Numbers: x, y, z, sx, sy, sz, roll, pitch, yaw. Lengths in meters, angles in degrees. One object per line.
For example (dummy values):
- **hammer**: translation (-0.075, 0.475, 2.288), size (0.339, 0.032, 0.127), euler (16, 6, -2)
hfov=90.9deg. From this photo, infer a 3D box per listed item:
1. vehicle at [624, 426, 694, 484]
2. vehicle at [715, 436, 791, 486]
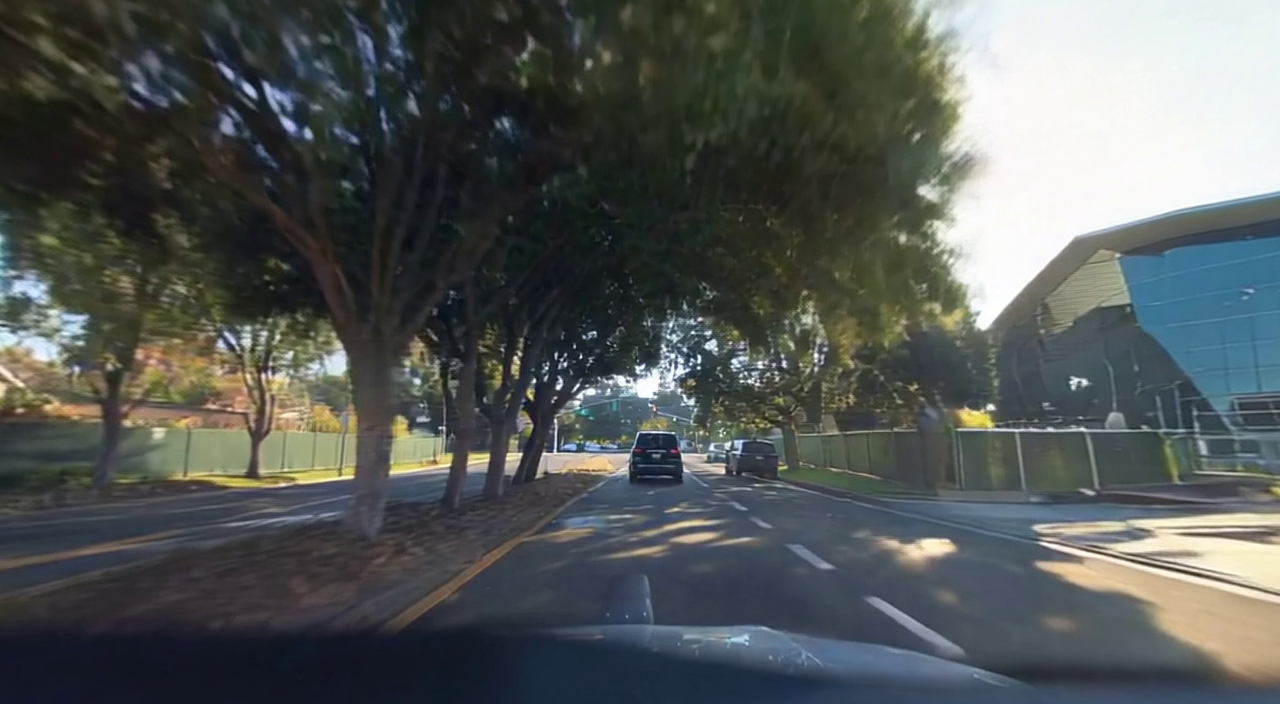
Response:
- **vehicle**: translation (0.733, 3.855, 23.761), size (2.386, 1.947, 4.168), euler (-1, -9, 2)
- **vehicle**: translation (4.272, 4.205, 24.657), size (2.138, 1.699, 4.852), euler (-1, -9, 1)
